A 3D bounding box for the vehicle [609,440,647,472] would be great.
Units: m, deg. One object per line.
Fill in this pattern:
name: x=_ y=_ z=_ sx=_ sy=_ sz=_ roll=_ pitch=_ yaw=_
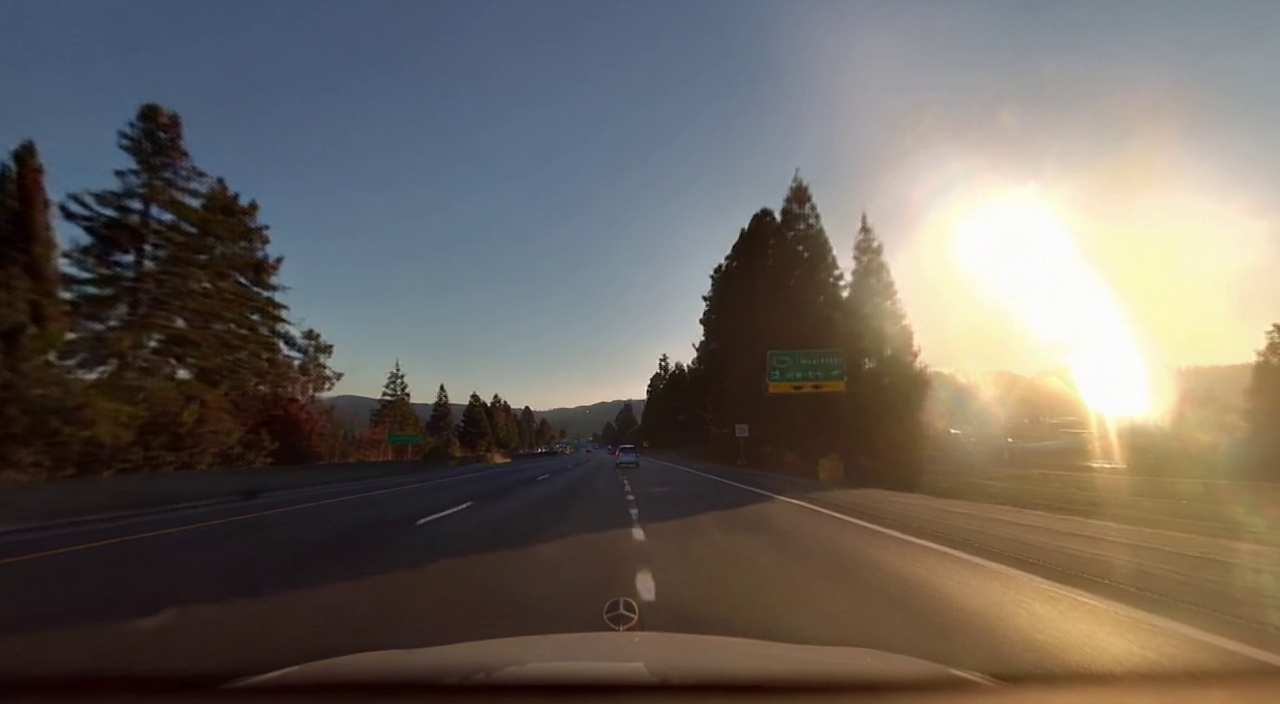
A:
vehicle: x=-0.690 y=6.107 z=37.098 sx=2.120 sy=1.715 sz=4.153 roll=0 pitch=-9 yaw=0
